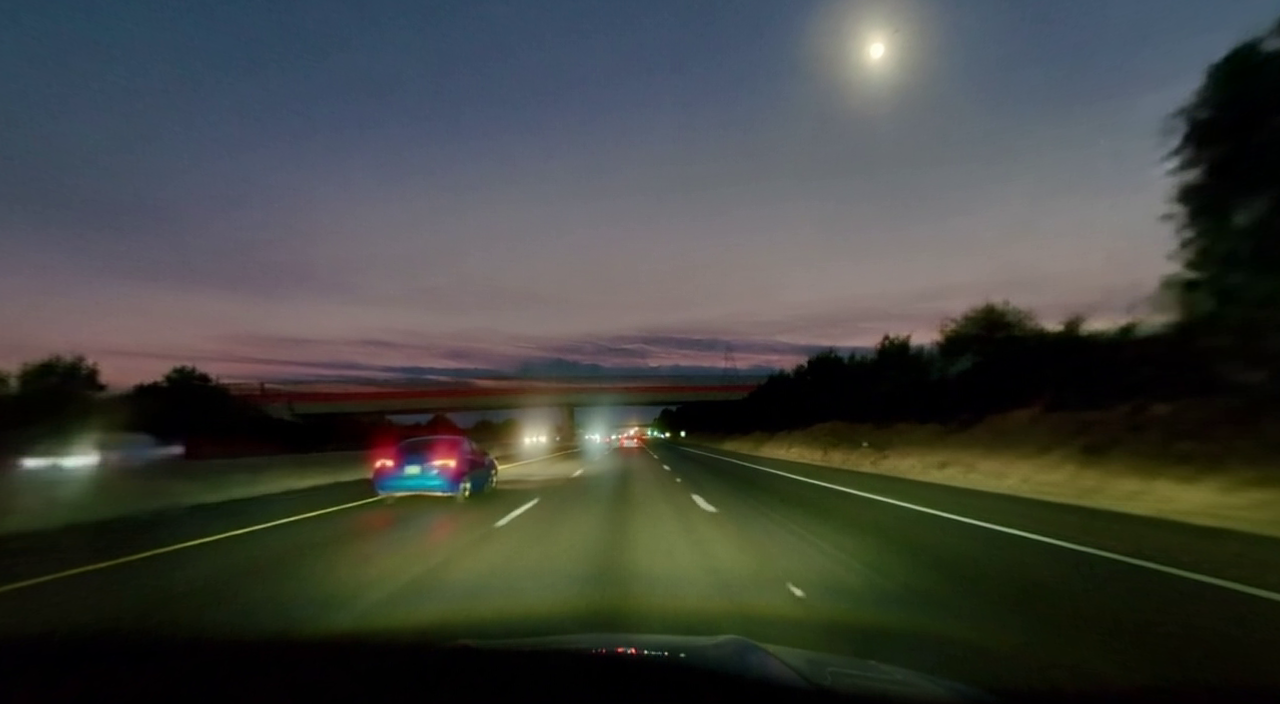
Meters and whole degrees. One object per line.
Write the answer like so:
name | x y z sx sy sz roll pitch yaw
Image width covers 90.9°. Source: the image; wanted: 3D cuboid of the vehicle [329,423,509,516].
vehicle | -4.176 2.279 12.853 2.074 1.535 4.437 0 -8 0
